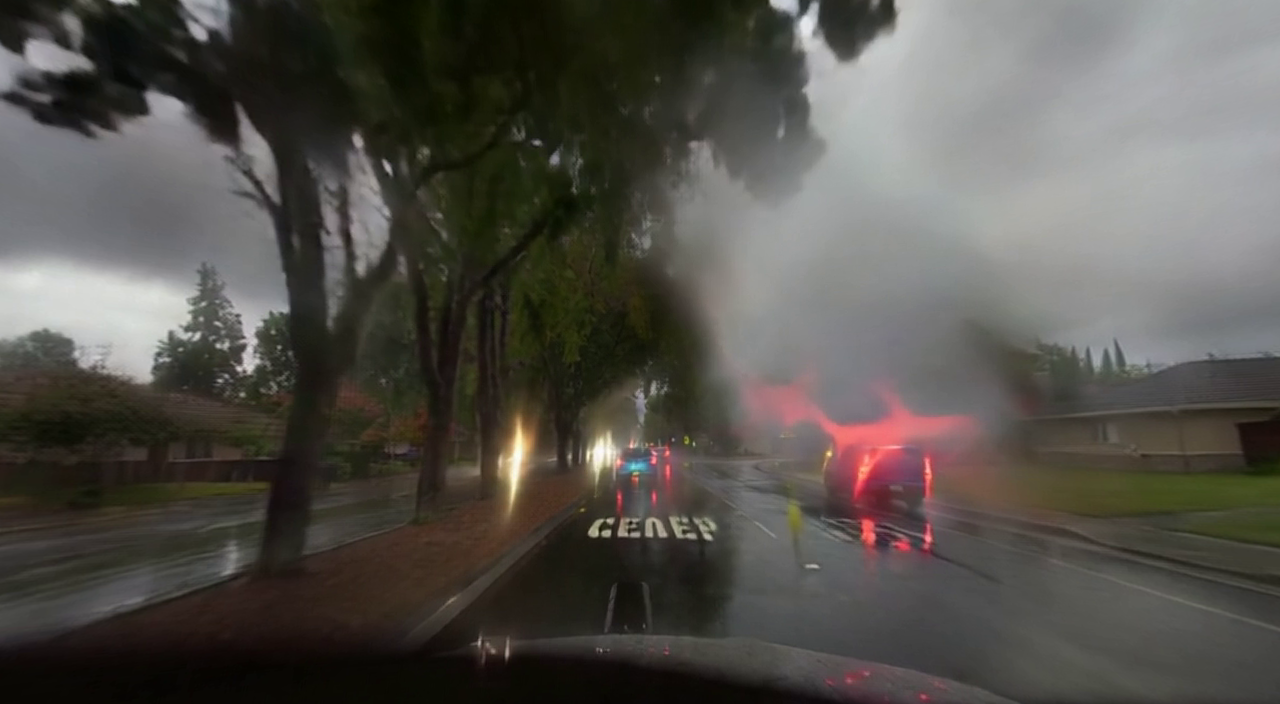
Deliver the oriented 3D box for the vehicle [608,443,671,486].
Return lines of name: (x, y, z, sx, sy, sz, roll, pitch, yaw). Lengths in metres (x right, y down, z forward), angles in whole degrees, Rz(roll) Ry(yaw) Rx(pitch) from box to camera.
vehicle: (-0.034, 4.255, 24.230, 2.158, 1.469, 4.909, 0, -9, 0)

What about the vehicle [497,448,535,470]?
vehicle: (-9.032, 7.801, 46.278, 1.945, 1.530, 3.740, -1, -9, 2)
